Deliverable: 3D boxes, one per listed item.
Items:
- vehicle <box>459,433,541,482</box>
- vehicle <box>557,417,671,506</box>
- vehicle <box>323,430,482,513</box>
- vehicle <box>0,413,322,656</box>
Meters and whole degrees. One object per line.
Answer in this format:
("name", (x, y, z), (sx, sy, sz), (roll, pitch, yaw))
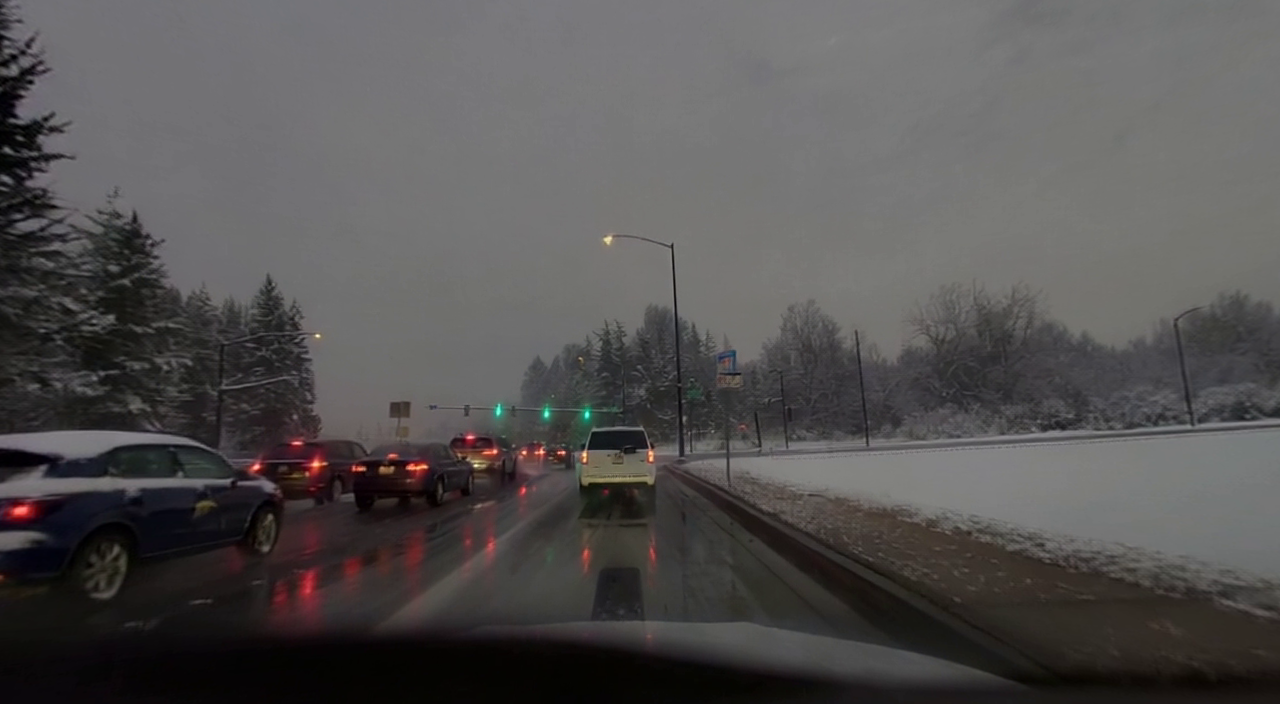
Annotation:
("vehicle", (-5.449, 4.169, 25.220), (2.188, 1.774, 4.477), (0, -8, 1))
("vehicle", (-0.601, 2.591, 15.300), (2.368, 1.829, 4.293), (0, -9, -2))
("vehicle", (-5.435, 2.787, 15.228), (2.010, 1.674, 4.484), (0, -9, 1))
("vehicle", (-5.305, 1.535, 6.354), (2.069, 1.616, 4.108), (0, -9, 0))
